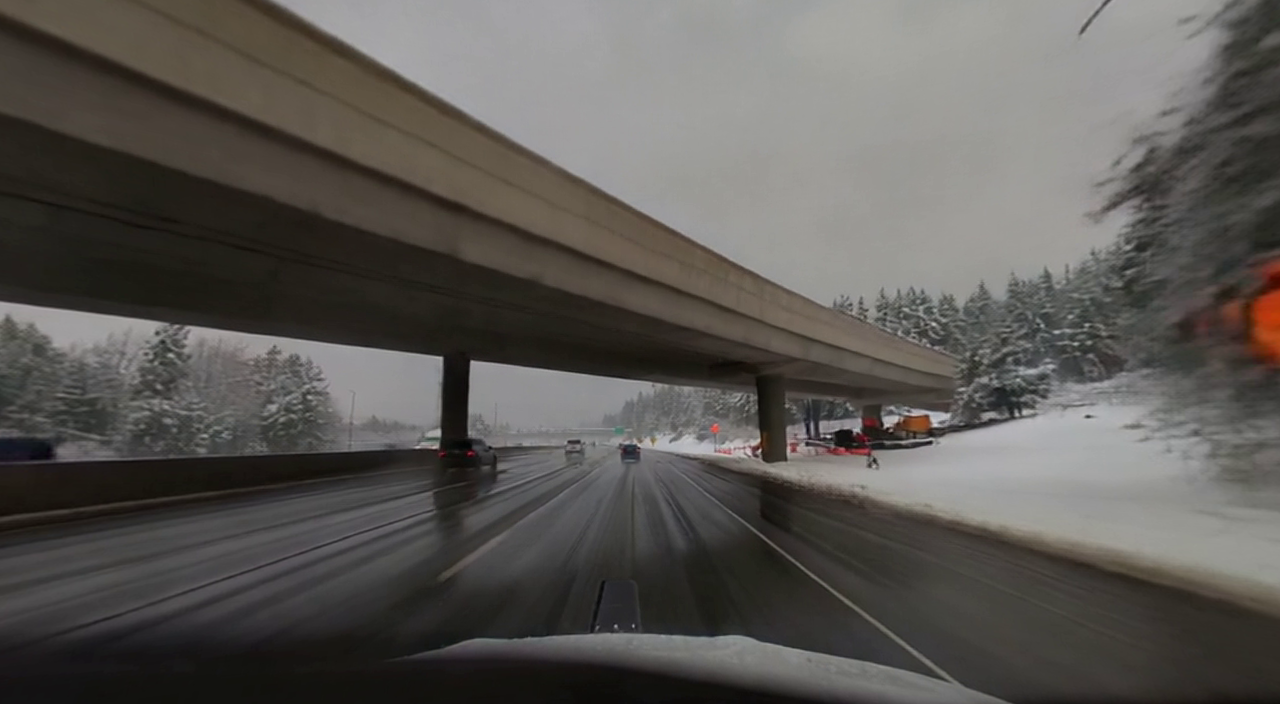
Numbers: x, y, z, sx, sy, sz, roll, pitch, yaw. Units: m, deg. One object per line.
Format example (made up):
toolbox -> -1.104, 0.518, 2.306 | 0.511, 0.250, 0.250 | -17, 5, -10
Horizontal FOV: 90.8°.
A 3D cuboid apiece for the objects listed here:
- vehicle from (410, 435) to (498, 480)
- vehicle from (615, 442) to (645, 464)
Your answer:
vehicle -> -7.187, 4.114, 24.888 | 2.128, 1.604, 4.279 | 0, -8, 0
vehicle -> -0.733, 7.202, 45.293 | 2.051, 1.459, 4.092 | 0, -8, 0
